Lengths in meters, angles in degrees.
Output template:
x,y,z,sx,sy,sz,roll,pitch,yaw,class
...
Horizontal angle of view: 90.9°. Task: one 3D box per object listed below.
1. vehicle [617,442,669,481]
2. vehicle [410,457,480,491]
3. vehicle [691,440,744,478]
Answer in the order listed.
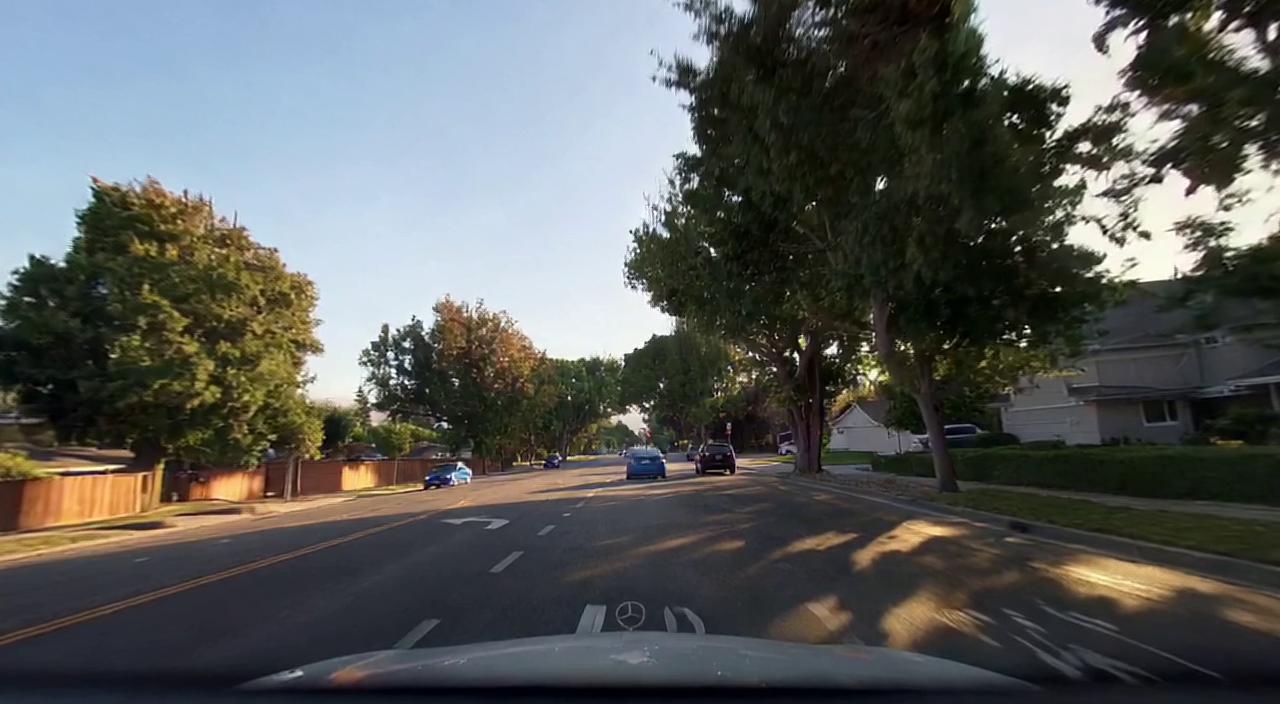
x,y,z,sx,sy,sz,roll,pitch,yaw,class
0.129,4.971,28.927,2.200,1.653,4.127,0,-8,0,vehicle
-9.779,6.131,31.989,1.916,1.492,4.677,-1,-8,2,vehicle
3.728,5.255,31.157,2.024,1.711,4.512,0,-8,-1,vehicle
